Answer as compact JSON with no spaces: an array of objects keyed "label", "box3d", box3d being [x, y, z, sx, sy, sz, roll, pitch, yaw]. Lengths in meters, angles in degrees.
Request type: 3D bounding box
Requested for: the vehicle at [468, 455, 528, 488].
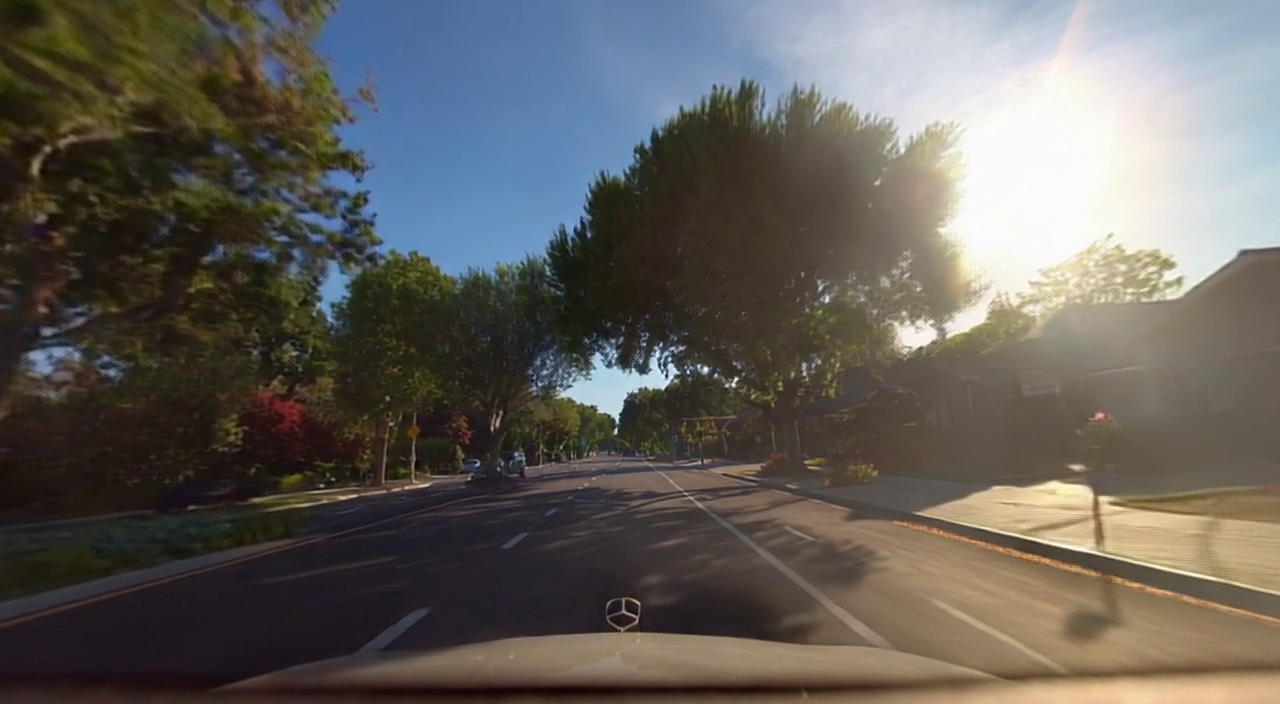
[{"label":"vehicle","box3d":[-7.222,6.092,32.566,2.006,1.501,4.789,0,-9,0]}]
